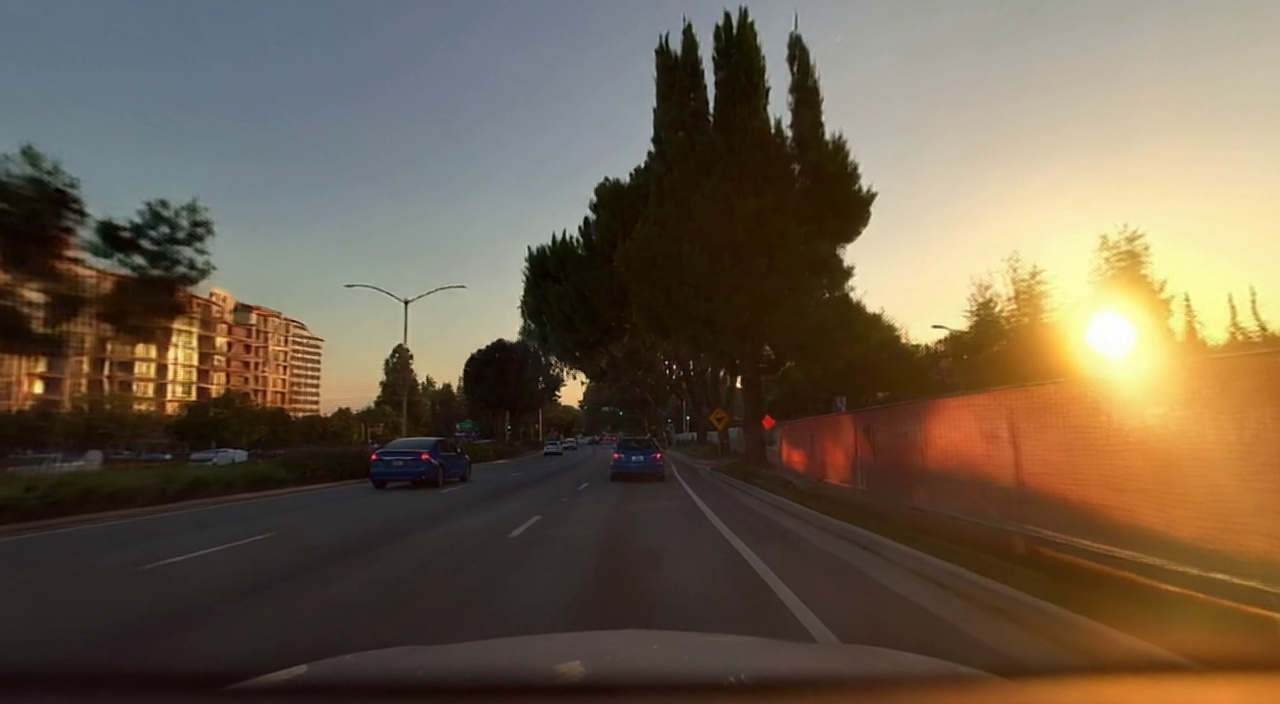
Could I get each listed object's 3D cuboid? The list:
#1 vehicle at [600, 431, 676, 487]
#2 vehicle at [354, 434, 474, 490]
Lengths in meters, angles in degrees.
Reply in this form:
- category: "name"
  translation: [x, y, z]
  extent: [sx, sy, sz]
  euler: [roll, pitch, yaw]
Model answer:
- category: "vehicle"
  translation: [-0.074, 3.478, 20.824]
  extent: [2.227, 1.654, 4.091]
  euler: [0, -8, 0]
- category: "vehicle"
  translation: [-6.663, 3.285, 19.145]
  extent: [1.877, 1.479, 4.430]
  euler: [0, -8, 2]
